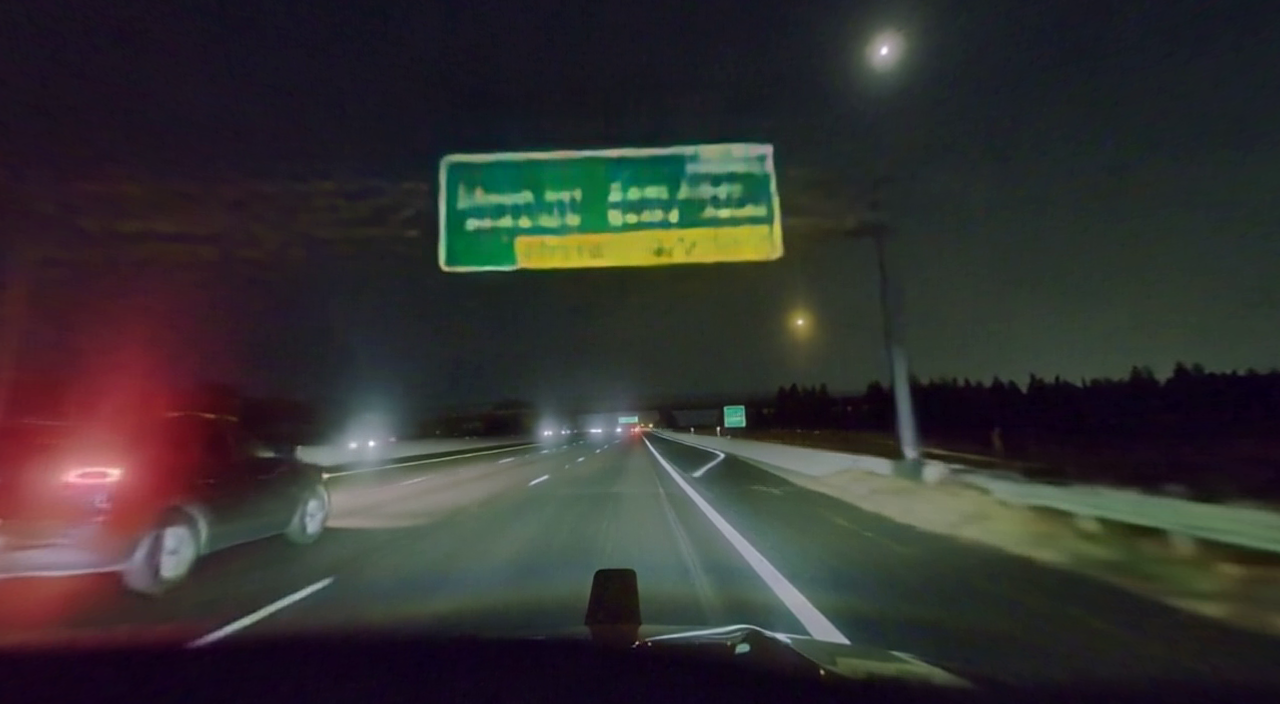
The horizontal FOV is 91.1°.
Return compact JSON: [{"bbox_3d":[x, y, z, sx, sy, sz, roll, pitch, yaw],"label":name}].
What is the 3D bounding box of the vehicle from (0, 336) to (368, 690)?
[{"bbox_3d":[-4.266,1.047,4.947,2.153,1.730,4.772,0,-8,-1],"label":"vehicle"}]
